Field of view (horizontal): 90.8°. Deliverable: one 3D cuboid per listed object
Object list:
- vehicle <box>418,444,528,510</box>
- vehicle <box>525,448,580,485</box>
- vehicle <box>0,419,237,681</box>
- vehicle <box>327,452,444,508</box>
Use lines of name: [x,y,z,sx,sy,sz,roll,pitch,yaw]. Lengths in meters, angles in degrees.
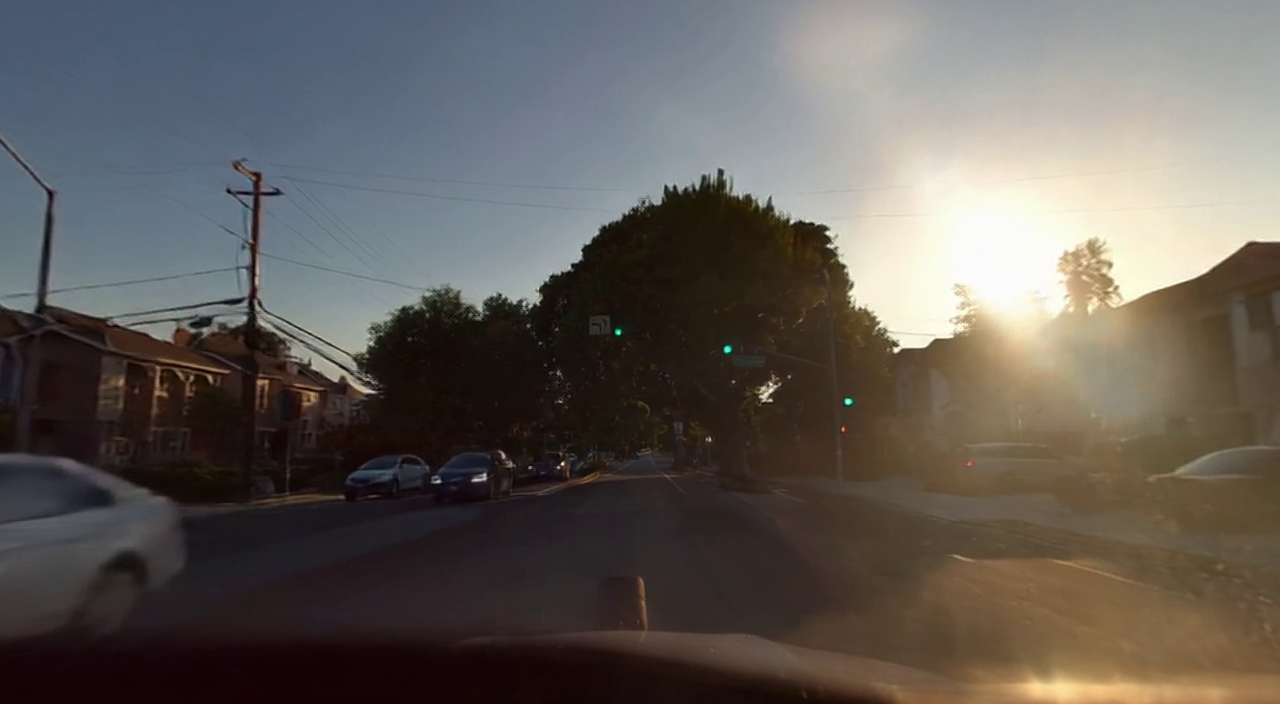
vehicle: [-4.603,3.474,18.104,1.999,1.652,3.962,0,-8,1]
vehicle: [-4.440,5.876,32.736,2.095,1.731,4.462,0,-8,1]
vehicle: [-4.615,1.110,3.492,2.003,1.462,4.220,0,-8,-1]
vehicle: [-8.087,4.064,20.537,1.994,1.542,4.184,0,-8,1]
